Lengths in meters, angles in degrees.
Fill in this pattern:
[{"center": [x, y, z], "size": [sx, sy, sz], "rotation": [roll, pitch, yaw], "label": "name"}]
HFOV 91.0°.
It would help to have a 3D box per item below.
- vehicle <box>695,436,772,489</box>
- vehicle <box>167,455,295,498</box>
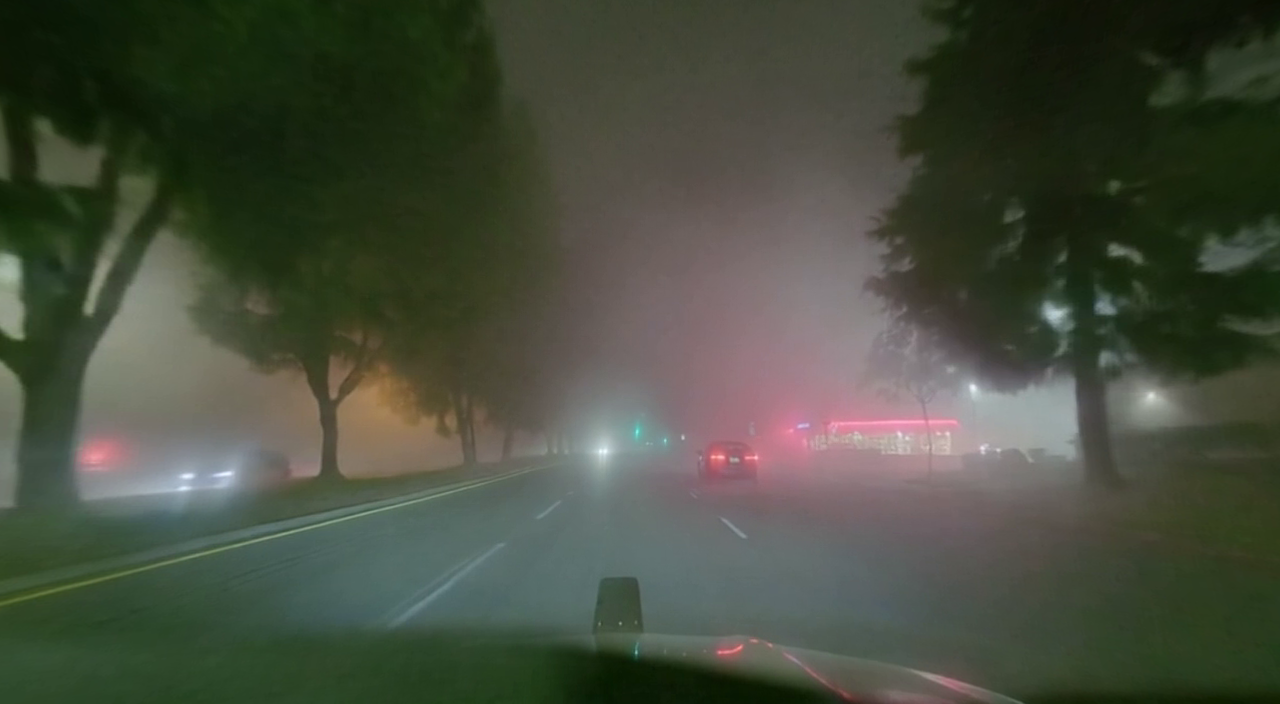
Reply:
[{"center": [3.298, 3.998, 23.193], "size": [2.083, 1.743, 4.354], "rotation": [0, -8, -1], "label": "vehicle"}, {"center": [-16.360, 4.964, 25.525], "size": [1.934, 1.497, 4.745], "rotation": [0, -8, 1], "label": "vehicle"}]
